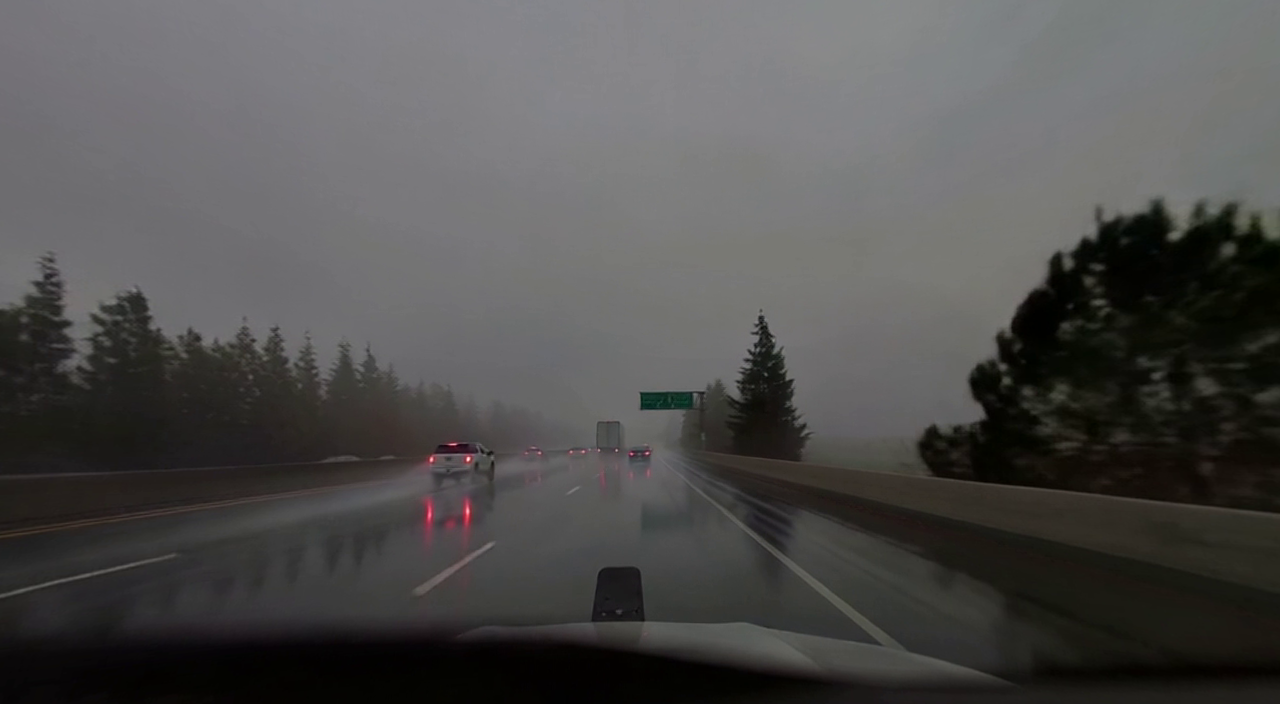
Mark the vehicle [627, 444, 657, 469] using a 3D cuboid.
[{"bbox_3d":[0.147,7.035,42.619,1.931,1.528,4.126,0,-8,1],"label":"vehicle"}]

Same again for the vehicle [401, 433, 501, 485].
[{"bbox_3d":[-7.189,4.130,24.679,2.115,1.778,5.572,0,-8,1],"label":"vehicle"}]
